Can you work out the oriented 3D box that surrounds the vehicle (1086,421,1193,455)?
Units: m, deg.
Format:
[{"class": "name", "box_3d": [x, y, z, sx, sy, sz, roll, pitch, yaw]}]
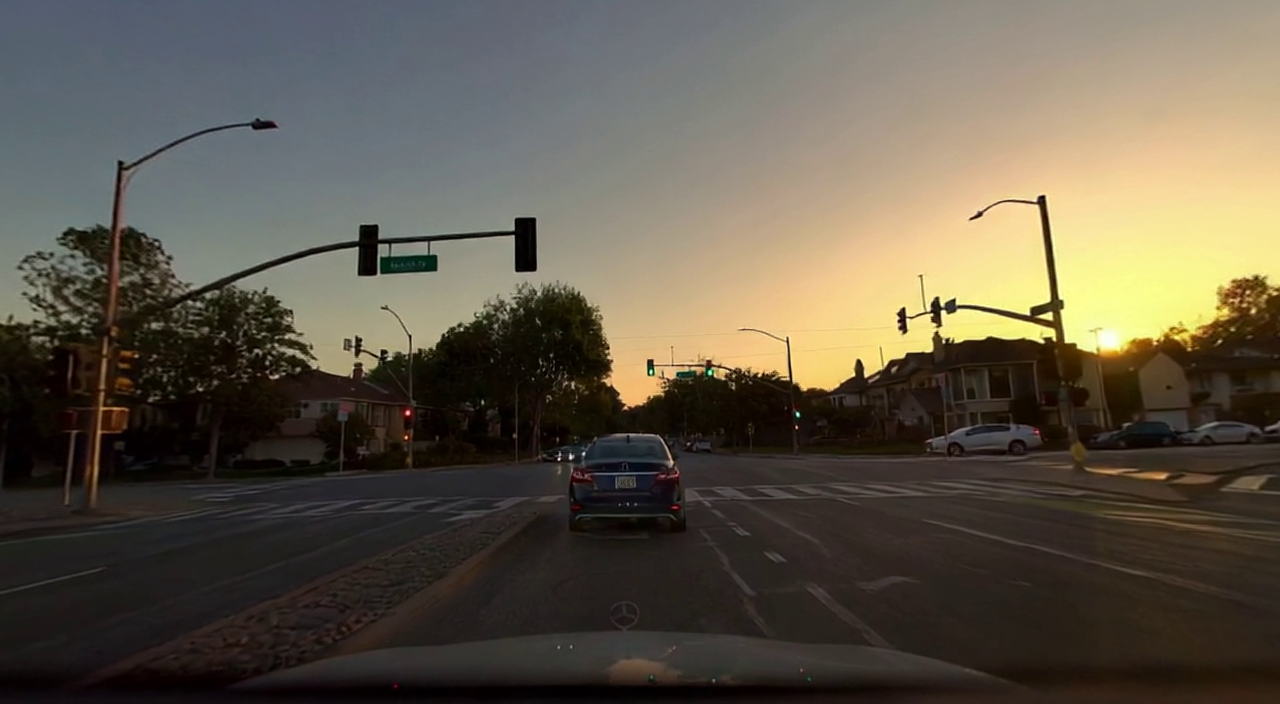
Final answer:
[{"class": "vehicle", "box_3d": [28.658, 4.944, 36.326, 4.557, 1.899, 1.996, 0, -9, -5]}]

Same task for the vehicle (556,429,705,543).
[{"class": "vehicle", "box_3d": [0.049, 2.156, 10.894, 2.074, 1.570, 3.647, 0, -8, 7]}]

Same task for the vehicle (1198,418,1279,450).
[{"class": "vehicle", "box_3d": [35.927, 4.799, 36.901, 4.735, 1.784, 2.094, 1, -7, -3]}]

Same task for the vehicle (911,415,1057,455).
[{"class": "vehicle", "box_3d": [17.956, 4.369, 33.271, 6.025, 2.000, 2.876, 0, -7, -2]}]
